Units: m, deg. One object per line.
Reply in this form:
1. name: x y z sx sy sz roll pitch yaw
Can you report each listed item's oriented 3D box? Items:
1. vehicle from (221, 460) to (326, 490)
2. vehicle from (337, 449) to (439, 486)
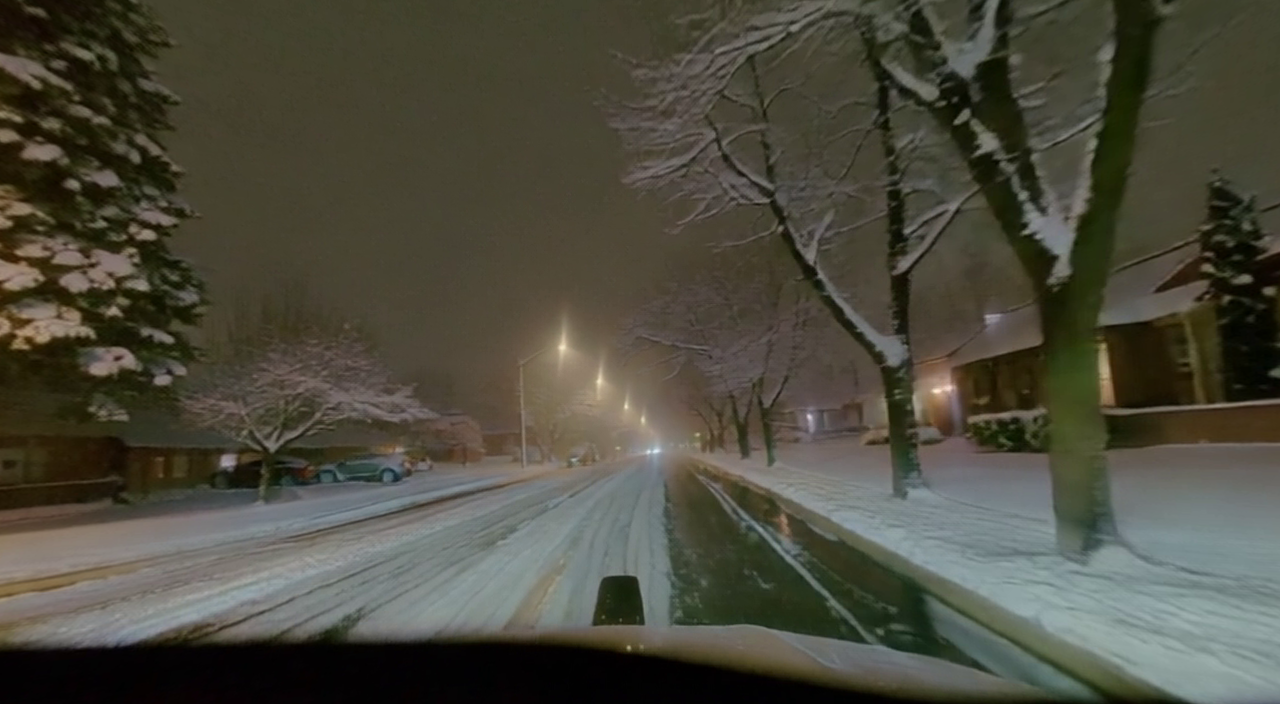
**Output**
1. vehicle: -19.604 6.582 33.928 4.531 1.470 1.855 -2 -9 4
2. vehicle: -13.234 6.058 33.333 4.559 1.745 1.918 -1 -9 0
